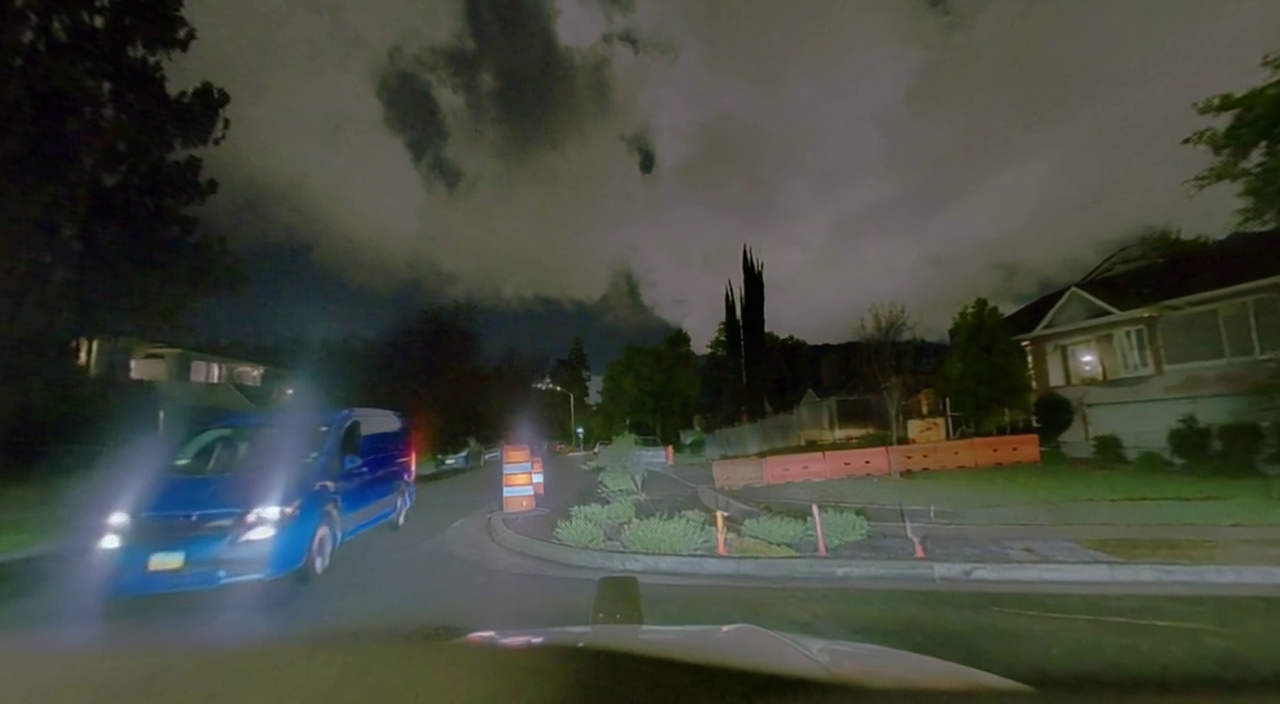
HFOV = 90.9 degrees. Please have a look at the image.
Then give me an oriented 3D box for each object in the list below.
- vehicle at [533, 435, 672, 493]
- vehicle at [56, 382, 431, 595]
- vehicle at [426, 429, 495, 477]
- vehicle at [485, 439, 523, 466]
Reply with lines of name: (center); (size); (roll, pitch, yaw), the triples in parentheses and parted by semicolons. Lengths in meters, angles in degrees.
vehicle: (-0.923, 3.062, 17.797); (1.827, 1.436, 4.070); (-5, -9, 33)
vehicle: (-4.537, 1.596, 8.415); (2.219, 1.984, 4.712); (0, -8, -5)
vehicle: (-8.571, 4.825, 30.591); (2.042, 1.937, 4.960); (3, -6, -3)
vehicle: (-8.886, 6.562, 41.425); (1.765, 1.493, 4.130); (3, -6, -3)
